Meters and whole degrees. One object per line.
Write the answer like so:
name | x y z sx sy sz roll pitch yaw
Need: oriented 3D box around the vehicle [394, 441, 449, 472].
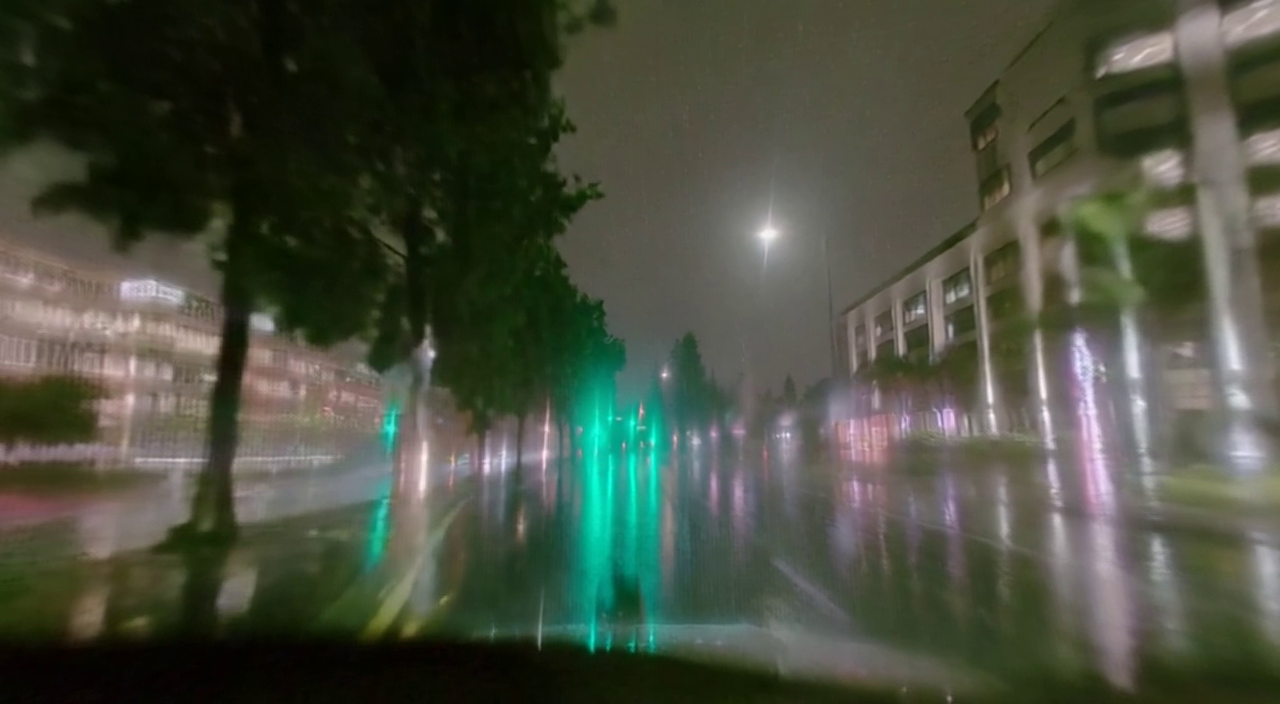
vehicle | -16.008 7.721 46.638 2.246 2.081 5.416 -1 -9 -1
